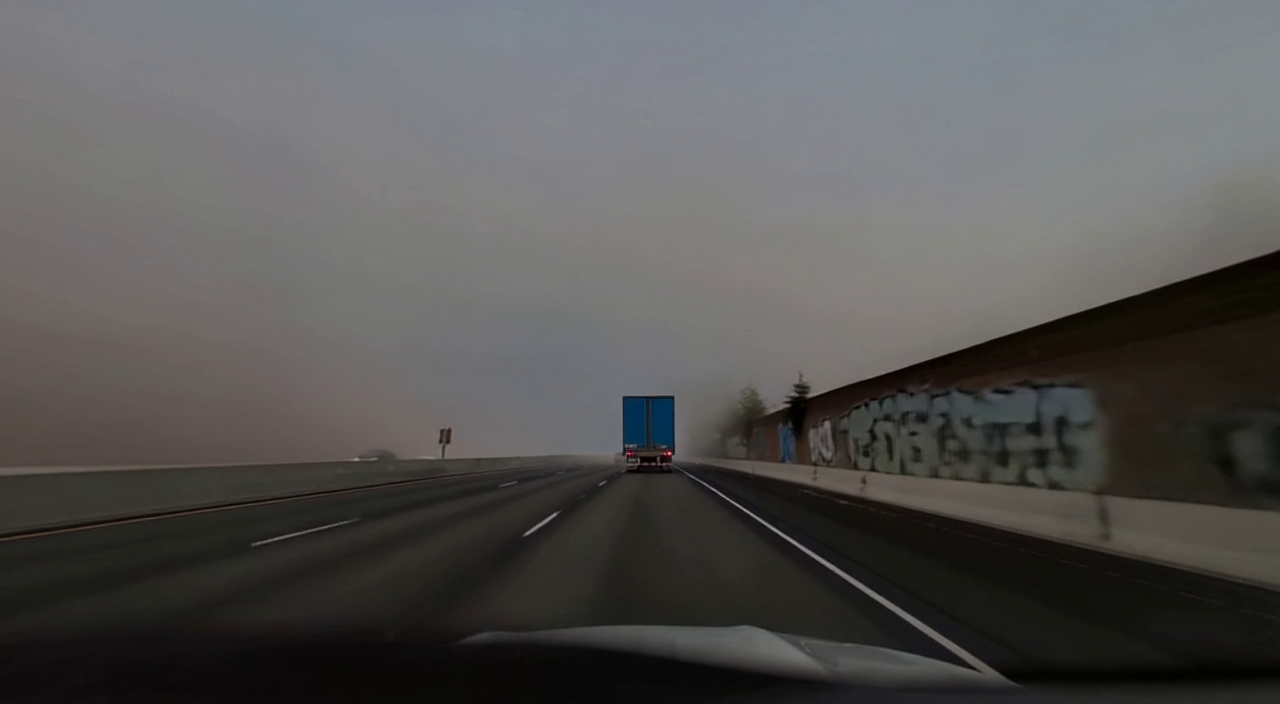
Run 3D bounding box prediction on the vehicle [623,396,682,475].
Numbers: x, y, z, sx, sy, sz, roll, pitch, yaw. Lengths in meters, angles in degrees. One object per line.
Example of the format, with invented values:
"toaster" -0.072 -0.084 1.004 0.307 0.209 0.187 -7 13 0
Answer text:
"vehicle" 0.618 5.111 37.774 2.997 4.069 10.871 0 -9 0
